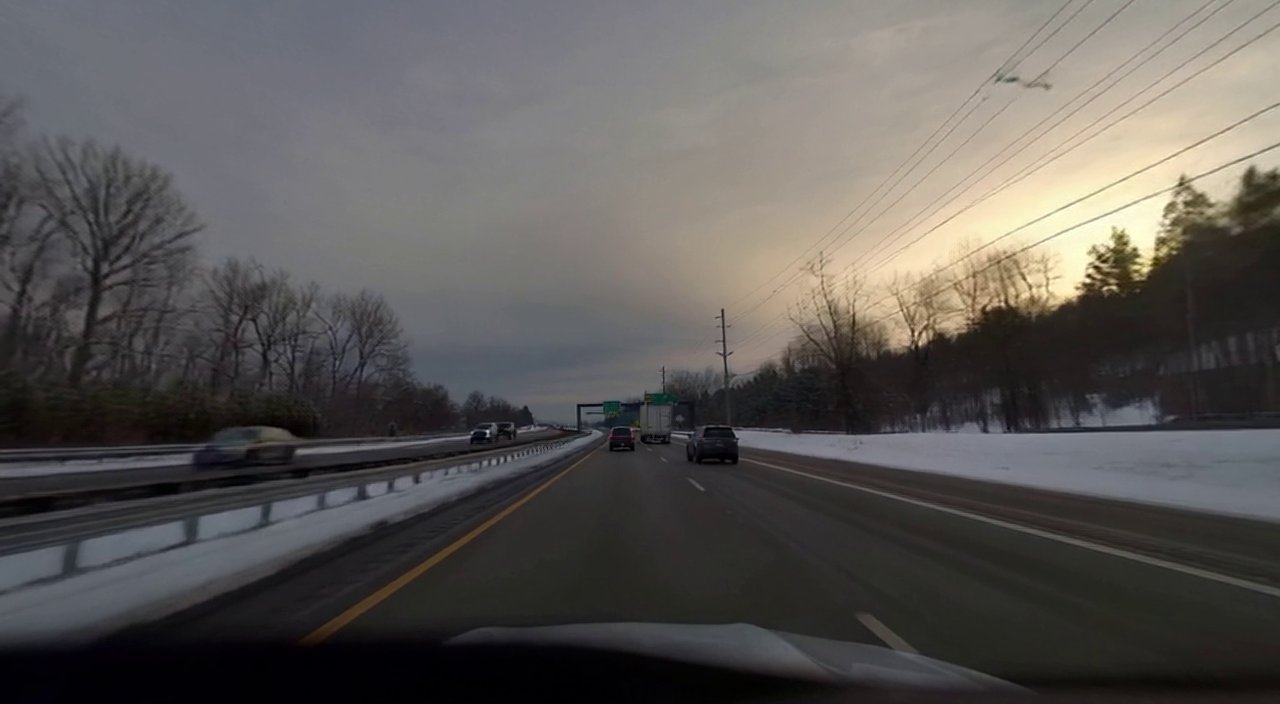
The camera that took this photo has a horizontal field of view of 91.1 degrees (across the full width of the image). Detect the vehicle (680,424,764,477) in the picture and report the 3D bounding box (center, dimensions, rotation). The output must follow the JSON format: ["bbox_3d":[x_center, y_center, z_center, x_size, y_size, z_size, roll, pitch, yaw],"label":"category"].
[{"bbox_3d":[2.589,3.236,20.873,2.062,1.581,3.914,0,-8,-3],"label":"vehicle"}]

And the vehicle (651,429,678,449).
[{"bbox_3d":[1.843,6.835,49.233,1.807,1.484,3.765,0,-8,-2],"label":"vehicle"}]

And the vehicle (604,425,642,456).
[{"bbox_3d":[-0.932,4.949,35.095,2.019,1.642,3.790,0,-8,-1],"label":"vehicle"}]

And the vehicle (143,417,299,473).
[{"bbox_3d":[-12.517,2.813,19.193,1.815,1.475,4.344,0,-8,-1],"label":"vehicle"}]
